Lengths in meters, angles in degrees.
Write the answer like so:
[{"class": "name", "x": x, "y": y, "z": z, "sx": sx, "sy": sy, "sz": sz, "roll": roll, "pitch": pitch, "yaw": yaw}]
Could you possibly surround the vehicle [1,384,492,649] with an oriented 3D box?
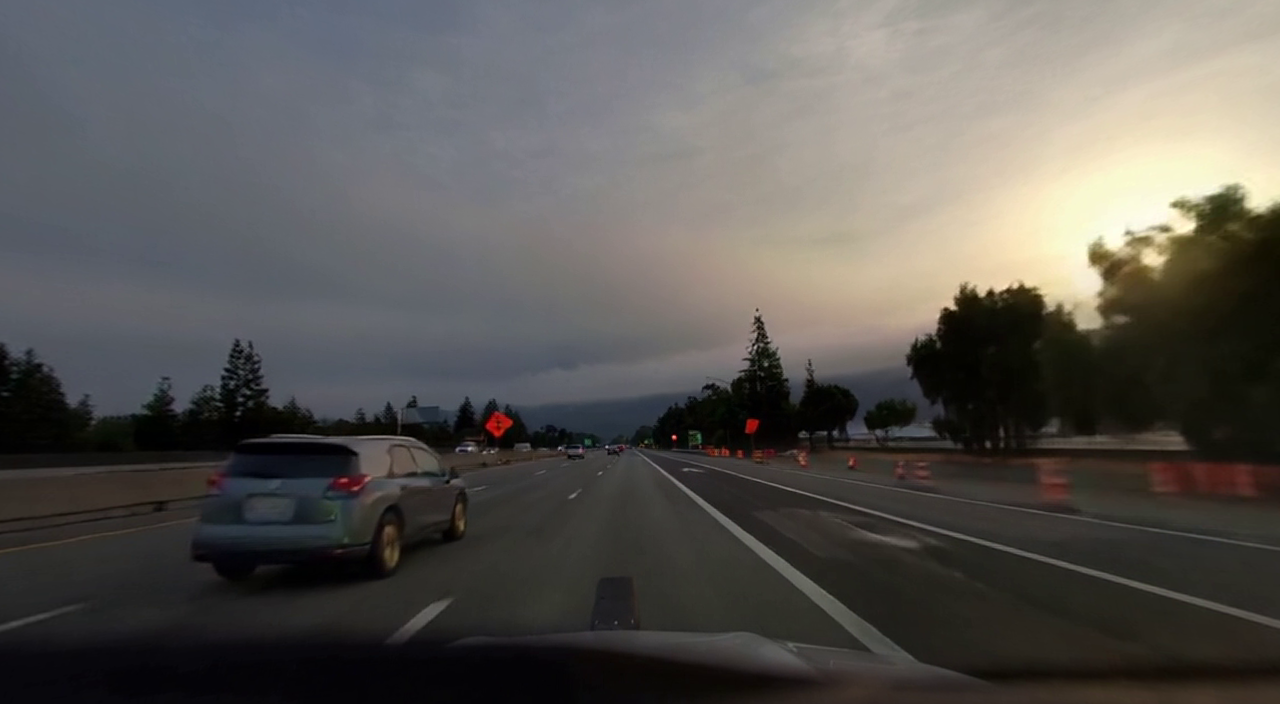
[{"class": "vehicle", "x": -3.068, "y": 1.397, "z": 6.358, "sx": 2.103, "sy": 1.715, "sz": 4.371, "roll": 0, "pitch": -9, "yaw": 0}]
